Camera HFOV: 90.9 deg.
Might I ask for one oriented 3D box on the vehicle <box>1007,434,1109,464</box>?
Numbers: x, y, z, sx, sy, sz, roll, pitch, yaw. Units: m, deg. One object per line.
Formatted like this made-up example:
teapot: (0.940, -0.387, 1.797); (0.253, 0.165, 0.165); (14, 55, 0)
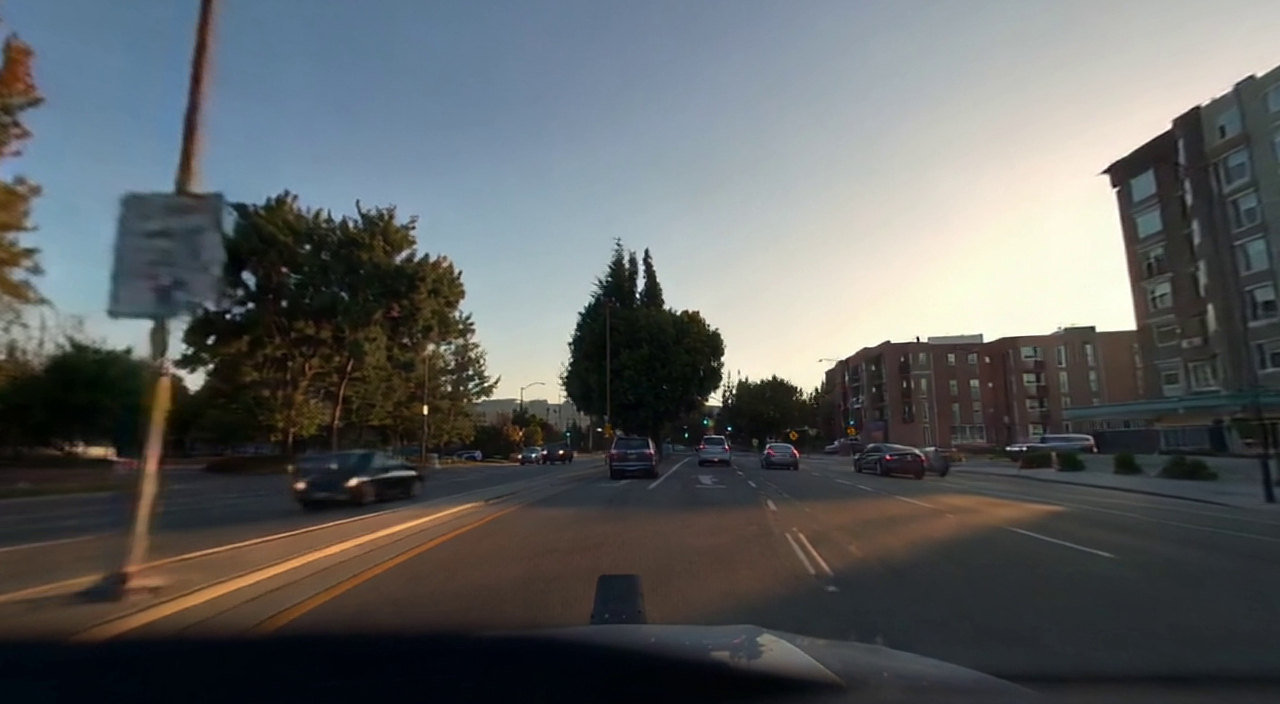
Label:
vehicle: (27.715, 6.451, 42.004); (5.050, 1.756, 2.206); (-3, -10, 8)

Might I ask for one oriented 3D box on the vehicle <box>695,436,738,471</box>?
vehicle: (4.255, 5.664, 35.401); (2.222, 1.841, 4.031); (-1, -9, 6)

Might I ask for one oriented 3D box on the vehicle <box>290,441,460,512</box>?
vehicle: (-6.254, 2.957, 15.572); (1.955, 1.460, 4.434); (-1, -8, 5)

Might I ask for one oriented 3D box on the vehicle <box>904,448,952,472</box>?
vehicle: (18.531, 6.954, 40.744); (1.706, 1.474, 3.761); (-1, -9, 7)

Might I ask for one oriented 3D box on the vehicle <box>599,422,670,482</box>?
vehicle: (-0.090, 3.956, 25.156); (2.396, 2.143, 4.824); (-1, -8, 5)

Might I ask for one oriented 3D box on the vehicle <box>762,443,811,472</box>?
vehicle: (8.287, 5.982, 35.994); (2.075, 1.486, 4.316); (-1, -8, 5)
